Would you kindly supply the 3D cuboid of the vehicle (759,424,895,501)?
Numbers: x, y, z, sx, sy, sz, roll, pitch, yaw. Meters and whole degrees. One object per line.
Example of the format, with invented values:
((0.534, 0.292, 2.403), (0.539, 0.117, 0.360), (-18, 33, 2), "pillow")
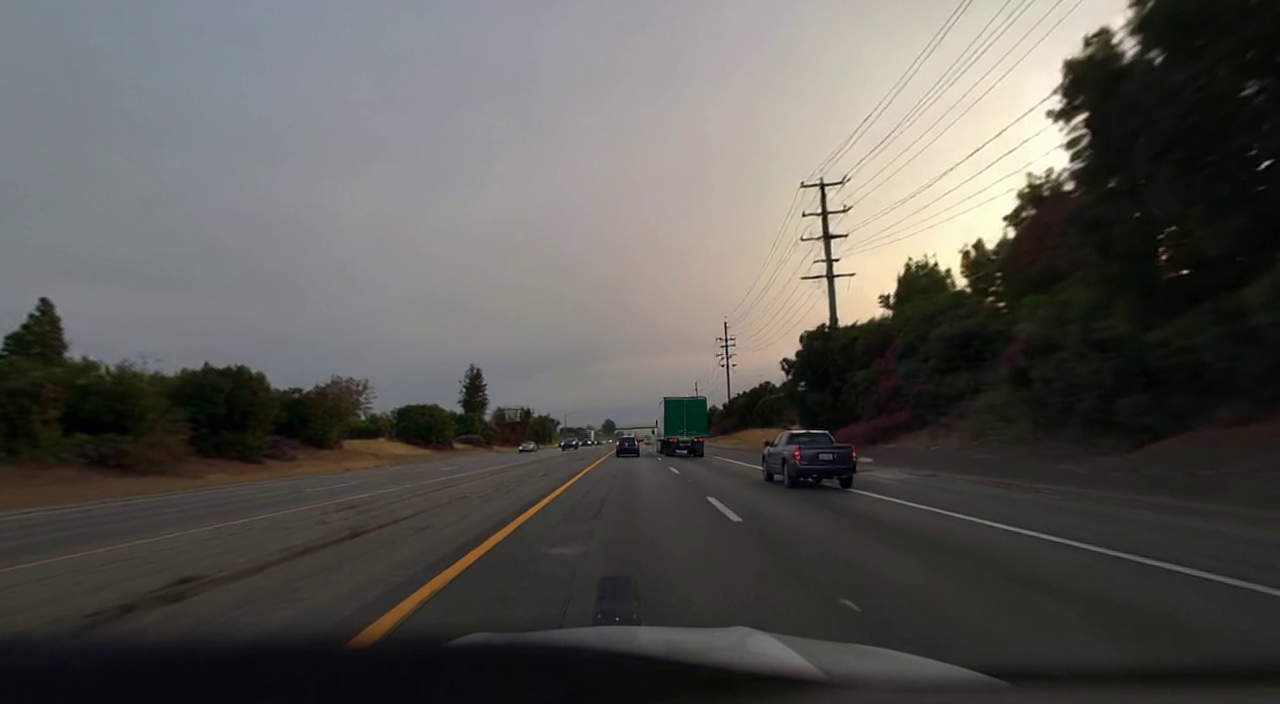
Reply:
((4.241, 2.548, 15.016), (1.930, 1.573, 3.853), (0, -8, -2), "vehicle")

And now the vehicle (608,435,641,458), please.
((-1.019, 6.354, 42.490), (2.163, 1.466, 3.693), (0, -8, -1), "vehicle")
